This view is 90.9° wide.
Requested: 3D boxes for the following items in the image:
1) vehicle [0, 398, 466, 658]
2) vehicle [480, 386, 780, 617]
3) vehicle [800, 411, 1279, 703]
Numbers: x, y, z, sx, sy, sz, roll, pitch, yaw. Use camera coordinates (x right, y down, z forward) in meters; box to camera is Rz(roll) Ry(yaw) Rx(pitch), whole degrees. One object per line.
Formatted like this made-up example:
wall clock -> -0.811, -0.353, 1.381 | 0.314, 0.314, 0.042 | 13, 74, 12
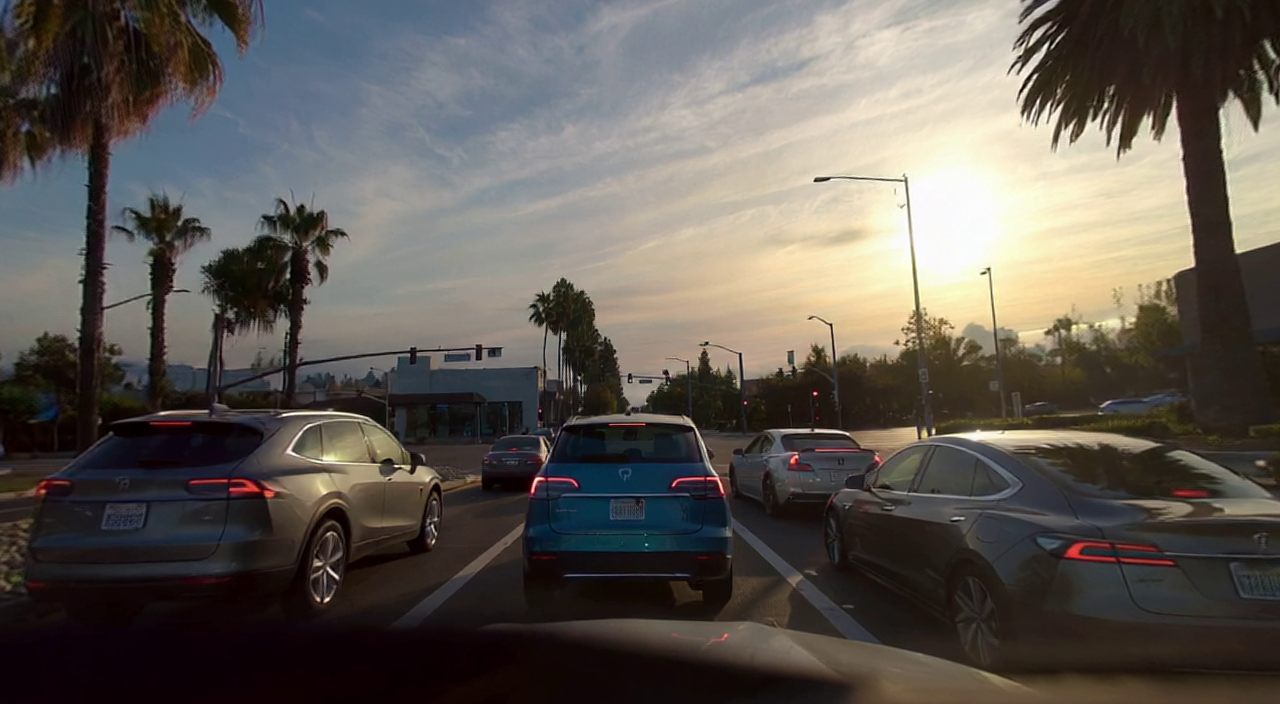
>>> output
vehicle -> -3.353, 1.378, 6.053 | 2.014, 1.534, 4.455 | 0, -8, 1
vehicle -> -0.138, 1.459, 7.069 | 2.280, 1.747, 4.361 | 0, -8, -2
vehicle -> 2.973, 1.368, 5.253 | 2.017, 1.491, 4.611 | 0, -8, -1
